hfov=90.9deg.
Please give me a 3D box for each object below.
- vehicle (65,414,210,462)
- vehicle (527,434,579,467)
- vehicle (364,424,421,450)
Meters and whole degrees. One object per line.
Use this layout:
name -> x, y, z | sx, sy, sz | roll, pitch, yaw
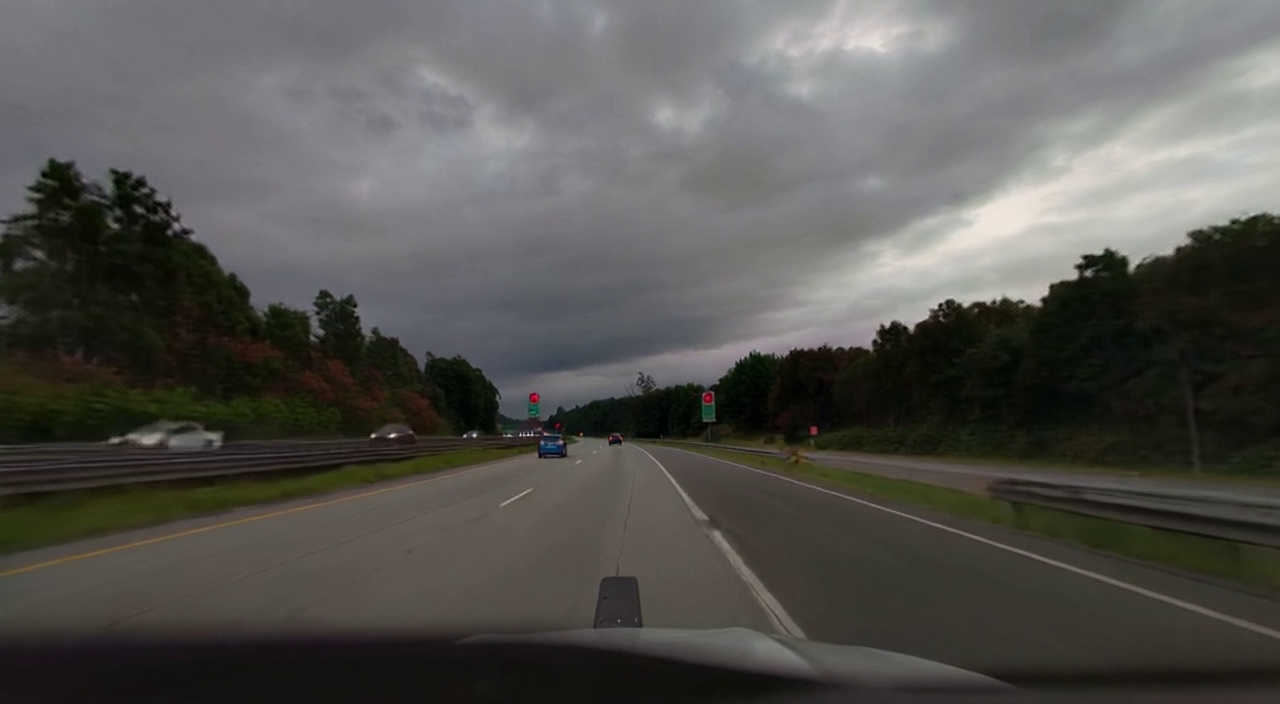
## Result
vehicle -> -19.703, 3.415, 25.062 | 1.923, 1.691, 4.650 | 0, -8, -1
vehicle -> -3.923, 4.483, 28.942 | 1.874, 1.369, 3.875 | 0, -8, -1
vehicle -> -16.707, 5.775, 42.750 | 2.089, 1.652, 4.505 | 0, -8, -1
